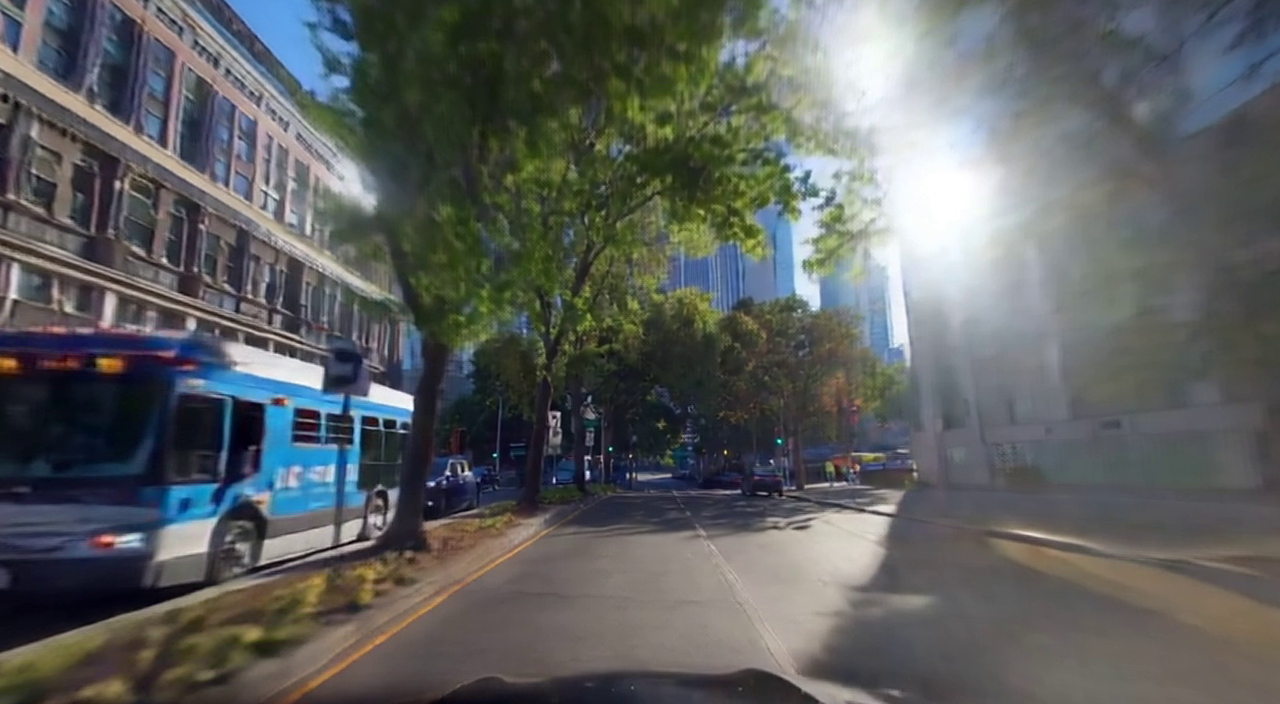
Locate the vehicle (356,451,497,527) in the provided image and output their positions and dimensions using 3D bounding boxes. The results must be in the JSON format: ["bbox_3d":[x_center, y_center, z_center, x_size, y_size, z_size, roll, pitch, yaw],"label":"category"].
[{"bbox_3d":[-4.926,3.185,15.250,1.914,1.530,3.980,0,-8,1],"label":"vehicle"}]

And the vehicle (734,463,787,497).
[{"bbox_3d":[6.354,6.762,33.748,1.888,1.536,4.381,0,-8,-1],"label":"vehicle"}]

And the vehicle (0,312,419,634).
[{"bbox_3d":[-5.098,1.406,8.237,2.268,2.708,5.699,0,-8,1],"label":"vehicle"}]
